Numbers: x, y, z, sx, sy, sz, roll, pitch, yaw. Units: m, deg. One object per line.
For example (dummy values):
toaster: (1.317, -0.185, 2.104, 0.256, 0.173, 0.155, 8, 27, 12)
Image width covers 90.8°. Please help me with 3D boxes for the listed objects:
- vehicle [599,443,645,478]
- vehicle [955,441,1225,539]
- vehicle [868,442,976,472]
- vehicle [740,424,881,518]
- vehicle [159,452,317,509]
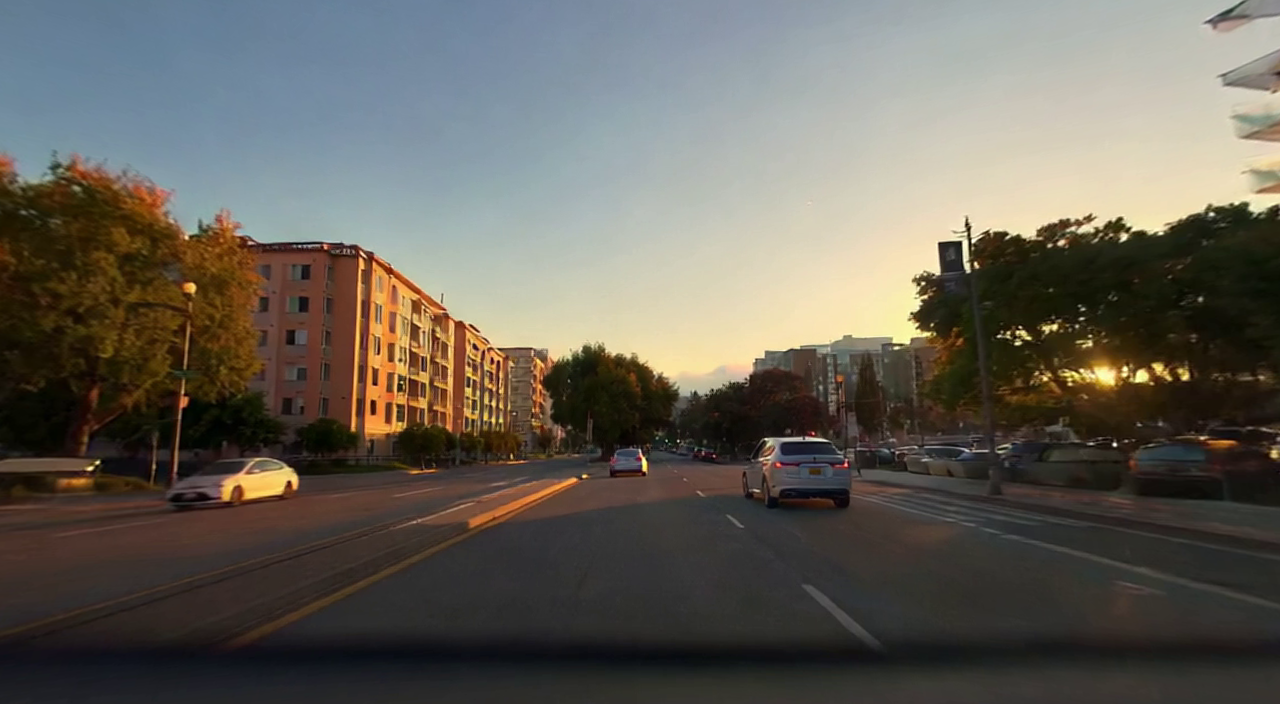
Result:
vehicle: (-0.799, 5.062, 29.722, 2.006, 1.487, 3.535, 0, -9, 1)
vehicle: (8.035, 2.467, 11.976, 1.909, 1.475, 4.487, -1, -9, 2)
vehicle: (14.511, 5.396, 32.673, 4.607, 1.466, 2.053, 0, -9, -3)
vehicle: (3.490, 2.523, 13.800, 1.949, 1.723, 4.020, 0, -9, 0)
vehicle: (-12.002, 3.841, 19.305, 1.895, 1.475, 4.355, -1, -9, 1)
